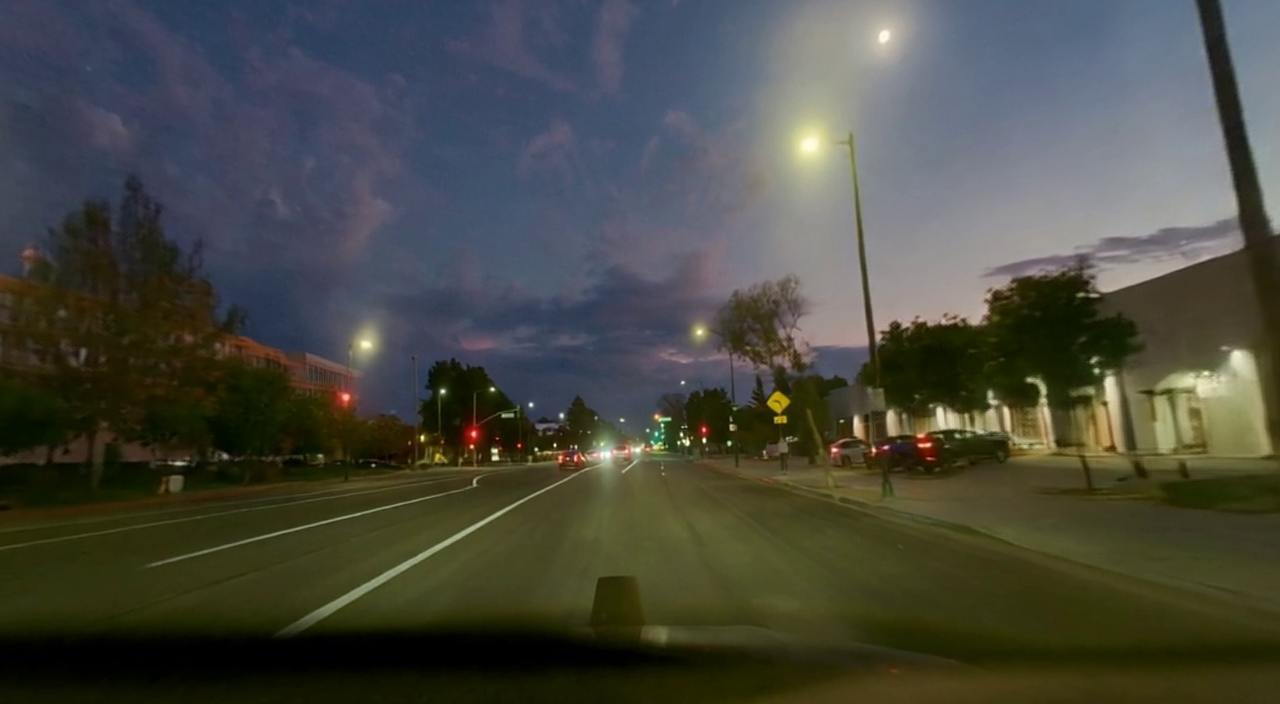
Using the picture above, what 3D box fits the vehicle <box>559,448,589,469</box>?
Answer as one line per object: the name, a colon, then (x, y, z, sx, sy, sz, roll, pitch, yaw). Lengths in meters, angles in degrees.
vehicle: (-5.105, 8.243, 49.120, 1.889, 1.572, 3.599, 0, -8, 1)
